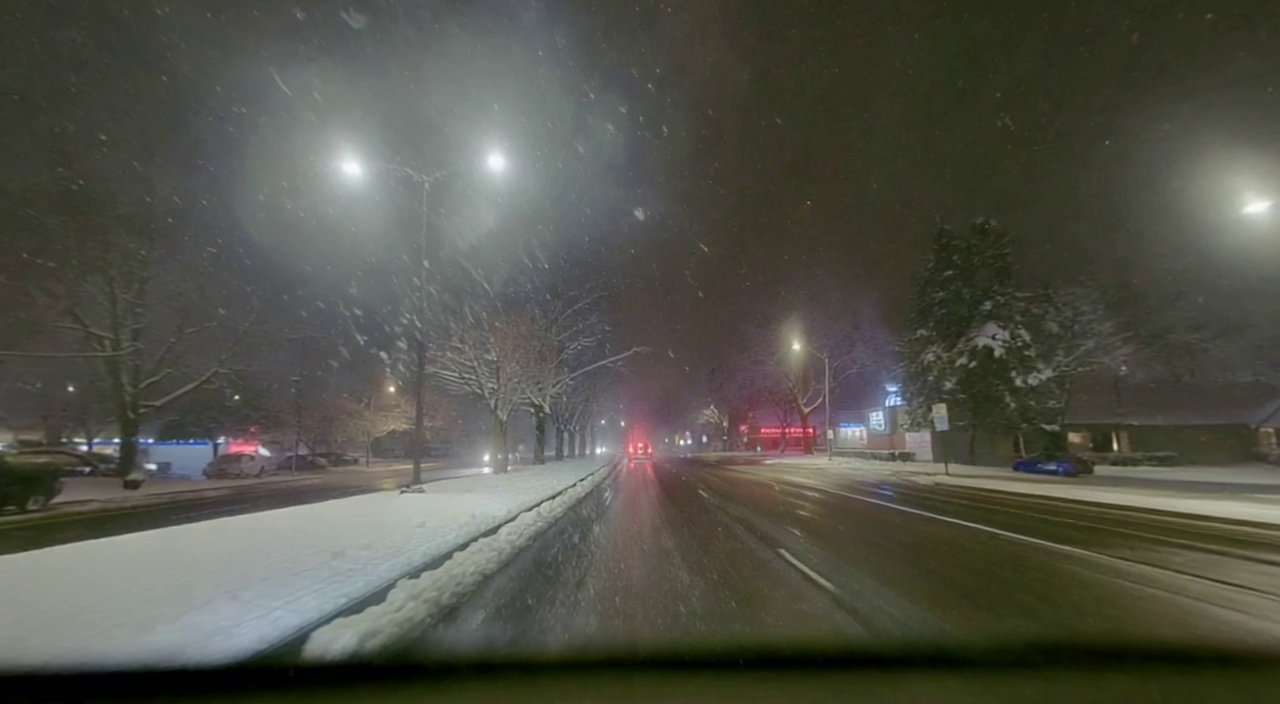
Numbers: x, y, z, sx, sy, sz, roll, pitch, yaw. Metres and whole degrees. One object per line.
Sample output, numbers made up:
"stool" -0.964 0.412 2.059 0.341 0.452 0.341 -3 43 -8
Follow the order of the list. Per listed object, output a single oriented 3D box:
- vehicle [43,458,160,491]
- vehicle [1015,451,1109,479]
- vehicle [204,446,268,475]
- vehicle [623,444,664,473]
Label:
"vehicle" -27.619 6.250 32.522 1.925 1.450 4.770 0 -9 -1
"vehicle" 24.292 6.491 36.498 1.863 1.454 4.758 1 -9 -5
"vehicle" -28.262 7.580 44.239 2.061 1.871 5.360 2 -9 -14
"vehicle" 0.106 5.556 33.059 1.998 1.452 3.773 0 -8 -2
